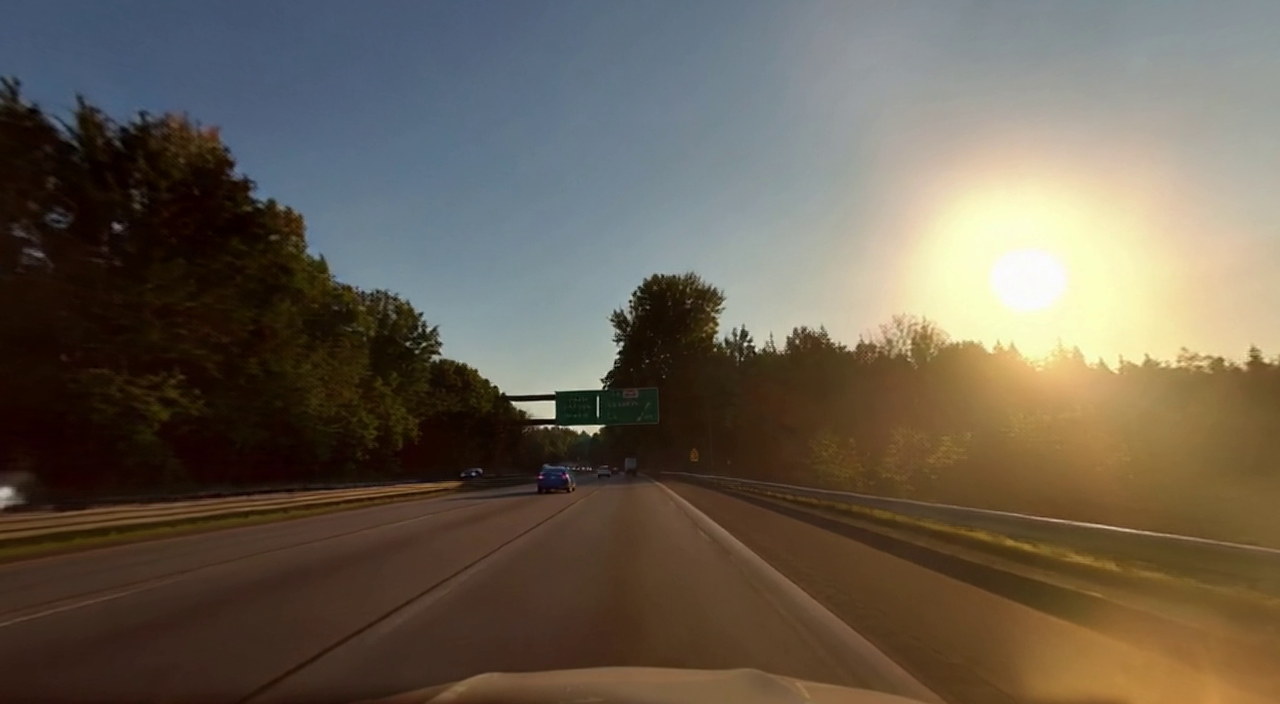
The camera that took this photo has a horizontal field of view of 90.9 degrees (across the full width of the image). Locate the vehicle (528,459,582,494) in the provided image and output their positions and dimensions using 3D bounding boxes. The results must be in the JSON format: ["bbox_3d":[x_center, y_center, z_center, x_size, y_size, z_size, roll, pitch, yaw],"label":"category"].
[{"bbox_3d":[-4.013,6.020,30.519,1.954,1.509,4.094,1,-11,1],"label":"vehicle"}]
